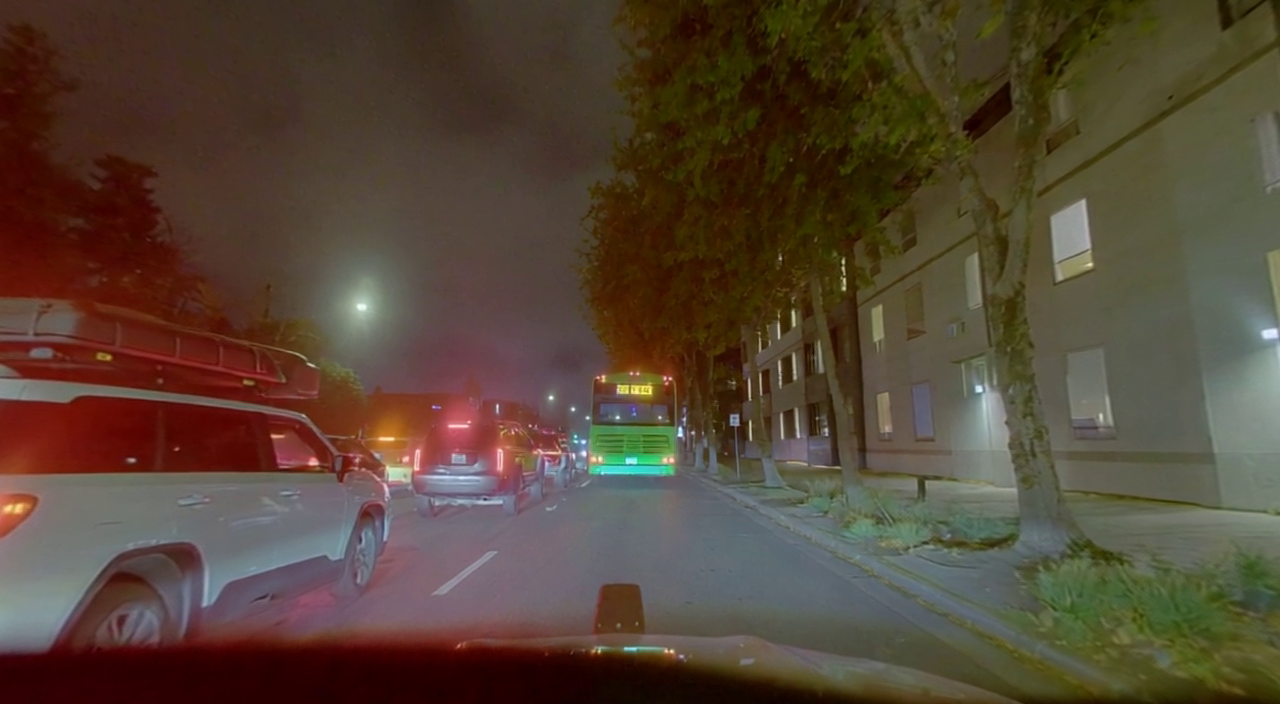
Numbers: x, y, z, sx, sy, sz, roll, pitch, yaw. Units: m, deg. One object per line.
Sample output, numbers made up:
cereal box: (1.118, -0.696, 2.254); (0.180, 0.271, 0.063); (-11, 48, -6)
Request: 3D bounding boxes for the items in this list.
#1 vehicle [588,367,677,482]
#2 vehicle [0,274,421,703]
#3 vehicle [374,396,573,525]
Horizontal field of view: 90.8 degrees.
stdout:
vehicle: (-0.249, 3.339, 27.461); (2.970, 3.857, 12.200); (0, -9, 0)
vehicle: (-3.398, 0.939, 4.096); (2.095, 1.892, 5.043); (0, -9, 0)
vehicle: (-3.083, 2.239, 13.501); (2.546, 2.125, 5.869); (0, -9, 1)
